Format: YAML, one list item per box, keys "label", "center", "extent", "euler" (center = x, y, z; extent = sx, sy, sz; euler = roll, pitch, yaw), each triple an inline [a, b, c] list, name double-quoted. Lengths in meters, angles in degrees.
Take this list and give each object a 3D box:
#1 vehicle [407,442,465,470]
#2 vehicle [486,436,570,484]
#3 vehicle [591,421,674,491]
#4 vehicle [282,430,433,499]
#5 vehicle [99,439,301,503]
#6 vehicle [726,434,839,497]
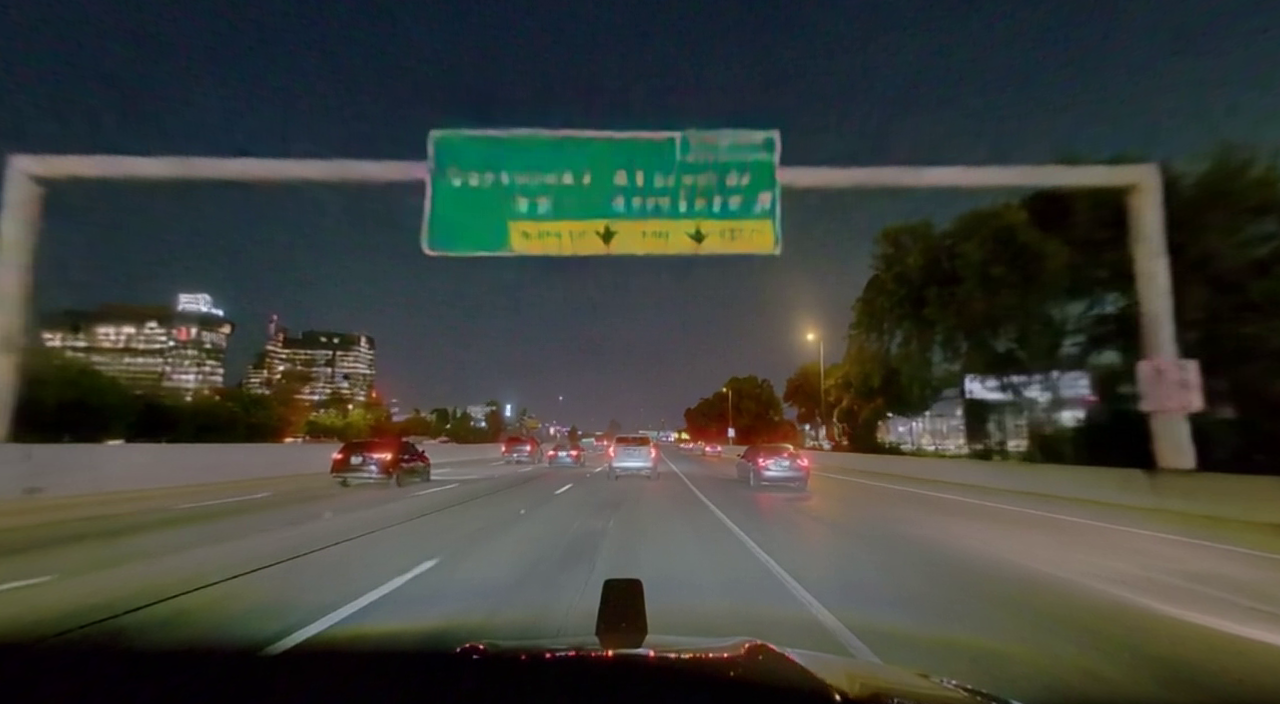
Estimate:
- label: "vehicle"
  center: [-11.442, 5.810, 35.578]
  extent: [1.923, 1.480, 3.905]
  euler: [0, -8, 0]
- label: "vehicle"
  center: [-3.841, 3.794, 22.488]
  extent: [2.079, 1.499, 4.512]
  euler: [0, -8, 1]
- label: "vehicle"
  center: [-0.230, 3.119, 19.272]
  extent: [2.209, 1.863, 4.626]
  euler: [0, -8, -1]
- label: "vehicle"
  center: [-7.444, 3.001, 17.233]
  extent: [2.021, 1.632, 4.417]
  euler: [0, -8, 1]
- label: "vehicle"
  center: [-11.228, 3.034, 16.616]
  extent: [1.970, 1.441, 4.555]
  euler: [0, -8, 1]
- label: "vehicle"
  center: [3.702, 3.027, 17.283]
  extent: [1.942, 1.487, 4.518]
  euler: [0, -8, -1]
